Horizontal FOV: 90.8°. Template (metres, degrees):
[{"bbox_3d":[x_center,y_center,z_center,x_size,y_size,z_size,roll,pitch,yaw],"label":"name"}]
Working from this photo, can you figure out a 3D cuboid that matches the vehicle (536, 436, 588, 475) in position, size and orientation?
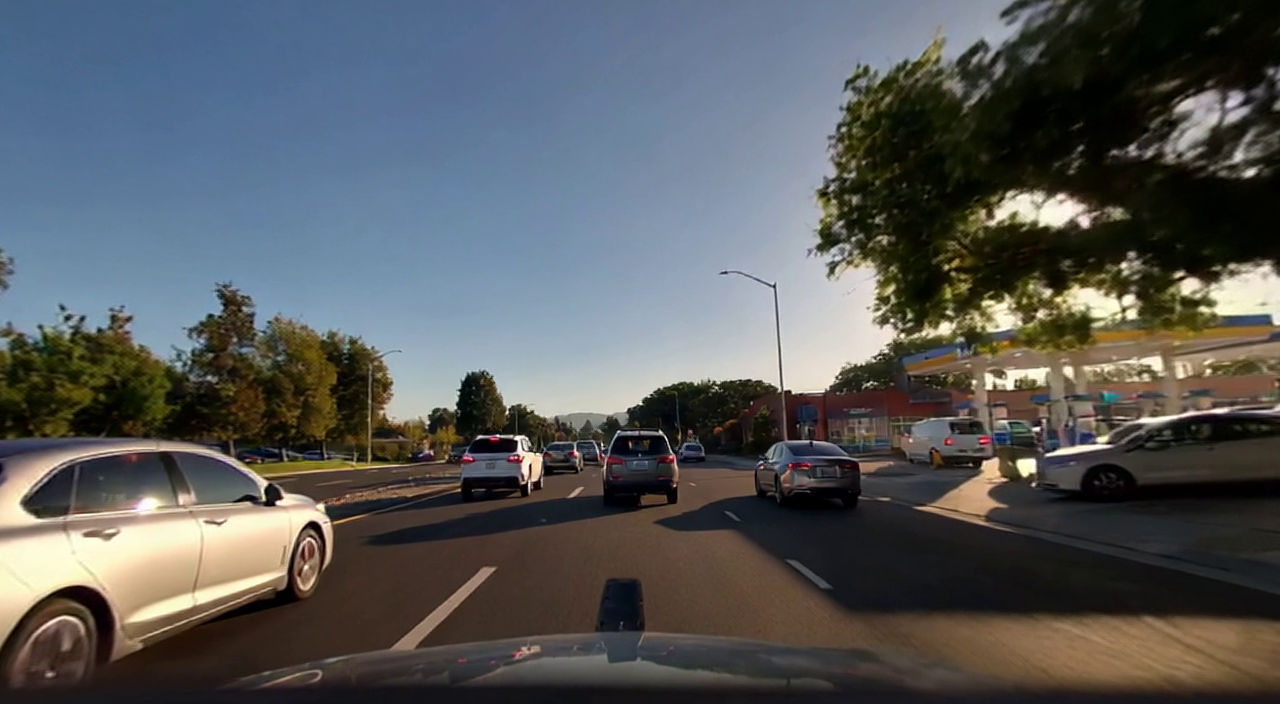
[{"bbox_3d":[-3.597,4.846,29.804,1.871,1.673,3.920,0,-8,1],"label":"vehicle"}]

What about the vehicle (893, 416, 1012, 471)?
[{"bbox_3d":[11.902,3.553,24.484,2.102,1.887,4.673,0,-8,-1],"label":"vehicle"}]

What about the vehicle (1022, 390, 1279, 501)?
[{"bbox_3d":[11.659,1.932,13.046,5.966,1.991,2.353,-9,-11,40],"label":"vehicle"}]

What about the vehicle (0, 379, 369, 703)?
[{"bbox_3d":[-3.607,1.136,4.173,1.864,1.574,4.031,0,-8,-1],"label":"vehicle"}]

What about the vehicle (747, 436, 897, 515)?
[{"bbox_3d":[3.779,2.635,14.089,1.888,1.456,4.589,0,-8,-2],"label":"vehicle"}]

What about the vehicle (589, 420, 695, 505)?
[{"bbox_3d":[0.021,2.689,15.758,2.279,1.803,4.254,0,-8,0],"label":"vehicle"}]

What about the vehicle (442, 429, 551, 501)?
[{"bbox_3d":[-3.705,2.982,17.095,1.932,1.695,4.150,0,-8,1],"label":"vehicle"}]
